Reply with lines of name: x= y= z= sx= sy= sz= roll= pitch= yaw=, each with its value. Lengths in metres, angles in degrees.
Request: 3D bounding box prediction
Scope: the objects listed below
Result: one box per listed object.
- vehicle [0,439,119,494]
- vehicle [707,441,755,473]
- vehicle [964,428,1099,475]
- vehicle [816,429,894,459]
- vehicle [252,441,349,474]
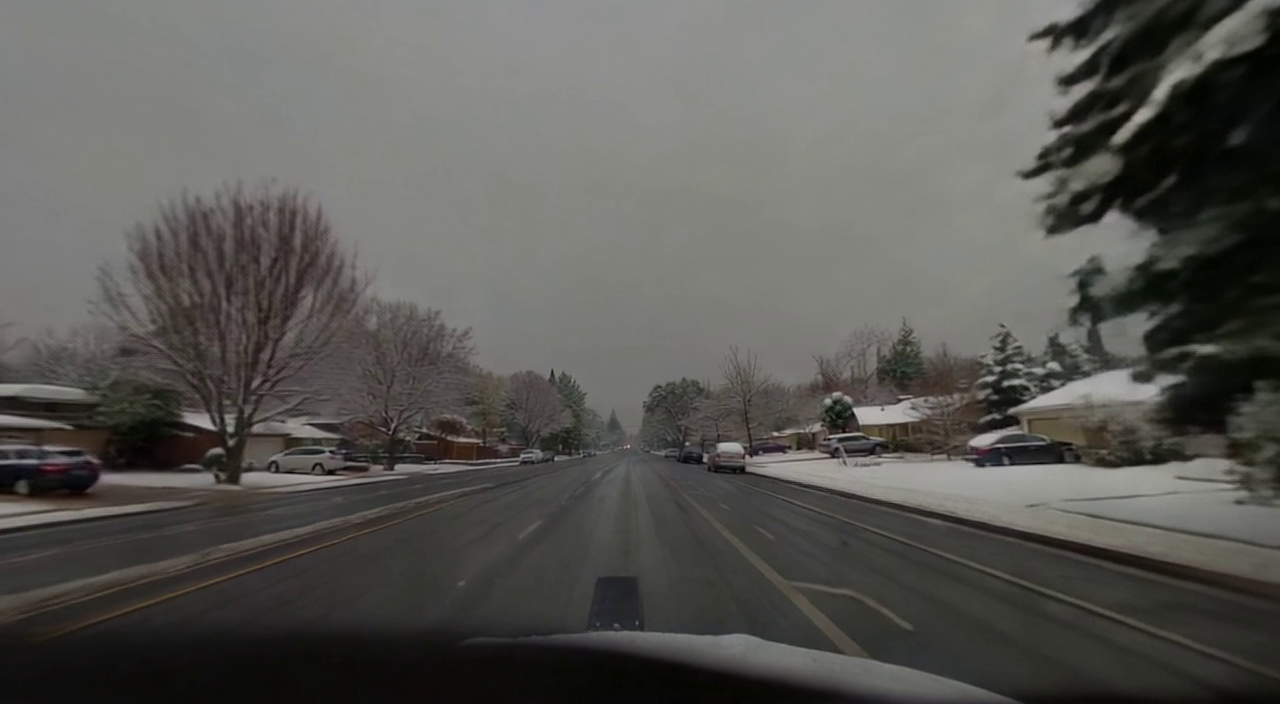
vehicle: x=-21.920 y=4.009 z=22.342 sx=4.889 sy=1.822 sz=2.159 roll=0 pitch=-9 yaw=-3
vehicle: x=5.109 y=5.963 z=35.958 sx=2.001 sy=1.693 sz=4.311 roll=0 pitch=-9 yaw=-1
vehicle: x=15.417 y=3.949 z=25.089 sx=4.010 sy=1.751 sz=1.922 roll=-1 pitch=-9 yaw=3
vehicle: x=15.836 y=6.780 z=46.672 sx=4.921 sy=2.117 sz=2.249 roll=-1 pitch=-9 yaw=2
vehicle: x=-20.374 y=6.368 z=38.064 sx=4.564 sy=1.895 sz=2.221 roll=-1 pitch=-9 yaw=6
